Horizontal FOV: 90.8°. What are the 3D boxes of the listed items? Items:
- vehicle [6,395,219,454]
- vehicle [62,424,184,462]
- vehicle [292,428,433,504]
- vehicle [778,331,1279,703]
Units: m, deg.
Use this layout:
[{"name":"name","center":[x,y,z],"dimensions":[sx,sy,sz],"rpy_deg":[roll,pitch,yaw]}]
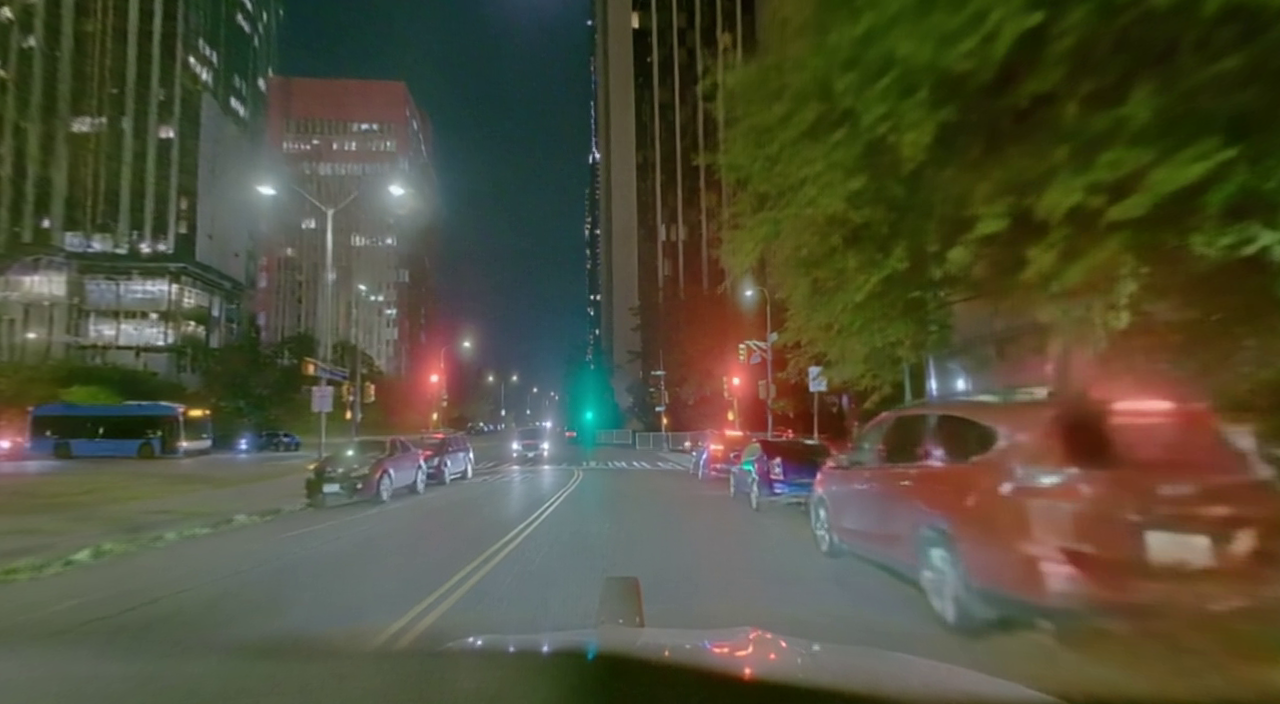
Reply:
[{"name":"vehicle","center":[-33.261,4.663,40.162],"dimensions":[10.621,3.479,3.025],"rpy_deg":[1,-9,1]},{"name":"vehicle","center":[-29.006,5.123,35.608],"dimensions":[4.704,2.065,2.328],"rpy_deg":[0,-9,-2]},{"name":"vehicle","center":[-7.123,2.954,16.743],"dimensions":[1.893,1.758,4.019],"rpy_deg":[0,-9,0]},{"name":"vehicle","center":[3.086,1.223,5.633],"dimensions":[2.222,1.812,5.688],"rpy_deg":[0,-9,-2]}]
